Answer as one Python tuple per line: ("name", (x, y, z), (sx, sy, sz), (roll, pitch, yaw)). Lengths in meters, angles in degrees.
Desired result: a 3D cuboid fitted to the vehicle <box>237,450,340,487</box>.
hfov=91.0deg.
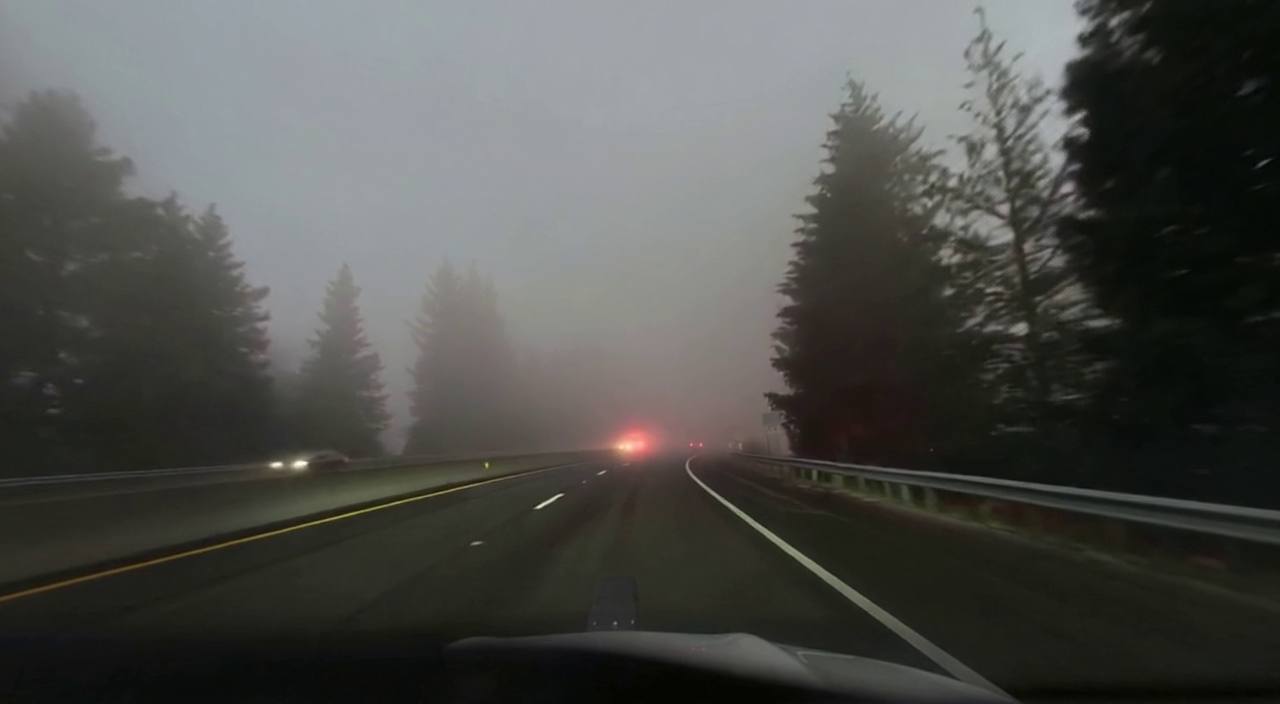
("vehicle", (-16.130, 5.342, 29.197), (2.046, 1.468, 4.523), (-1, -8, 2))
